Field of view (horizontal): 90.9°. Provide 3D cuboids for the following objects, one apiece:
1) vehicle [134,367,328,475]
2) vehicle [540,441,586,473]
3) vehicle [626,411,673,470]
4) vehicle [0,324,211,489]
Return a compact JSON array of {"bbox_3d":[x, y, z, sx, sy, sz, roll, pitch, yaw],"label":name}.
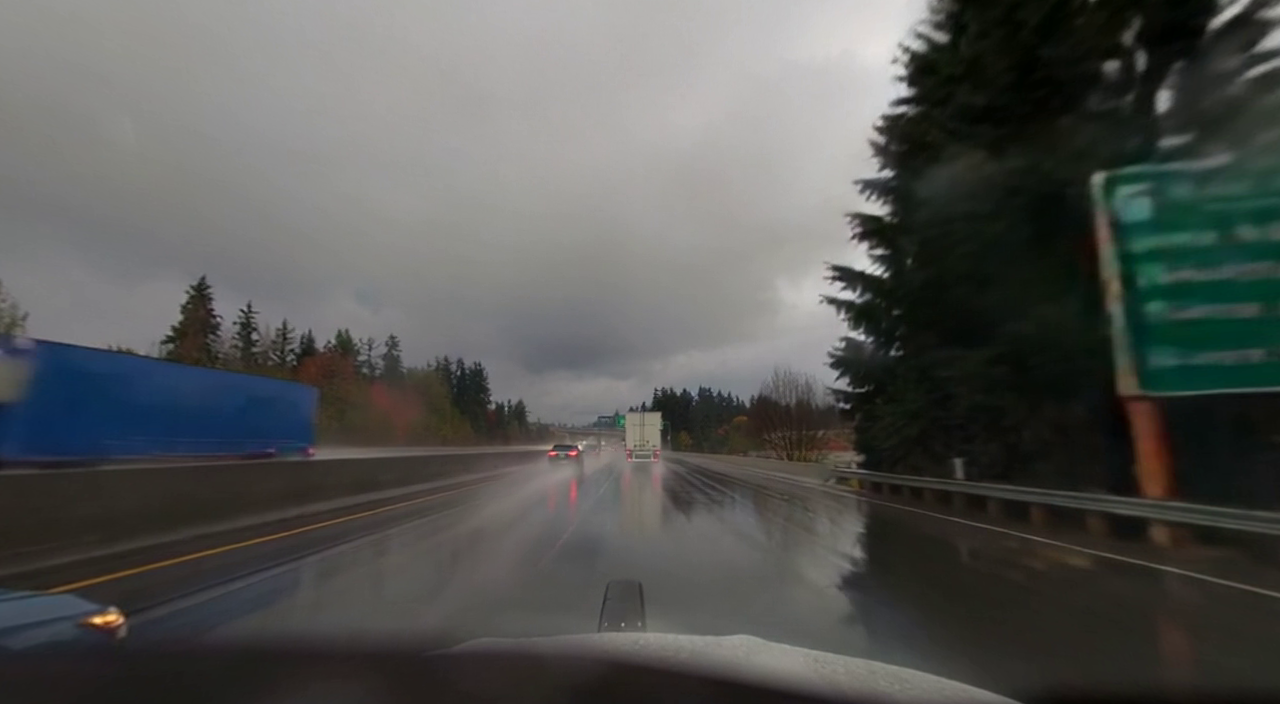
[{"bbox_3d":[-17.080,3.146,27.339,2.846,3.973,8.051,0,-9,0],"label":"vehicle"},{"bbox_3d":[-4.272,5.906,35.593,2.079,1.656,3.965,0,-9,0],"label":"vehicle"},{"bbox_3d":[0.482,6.194,43.674,2.893,3.628,9.081,0,-9,-2],"label":"vehicle"},{"bbox_3d":[-17.060,1.675,17.560,2.929,3.987,10.111,0,-9,0],"label":"vehicle"}]
